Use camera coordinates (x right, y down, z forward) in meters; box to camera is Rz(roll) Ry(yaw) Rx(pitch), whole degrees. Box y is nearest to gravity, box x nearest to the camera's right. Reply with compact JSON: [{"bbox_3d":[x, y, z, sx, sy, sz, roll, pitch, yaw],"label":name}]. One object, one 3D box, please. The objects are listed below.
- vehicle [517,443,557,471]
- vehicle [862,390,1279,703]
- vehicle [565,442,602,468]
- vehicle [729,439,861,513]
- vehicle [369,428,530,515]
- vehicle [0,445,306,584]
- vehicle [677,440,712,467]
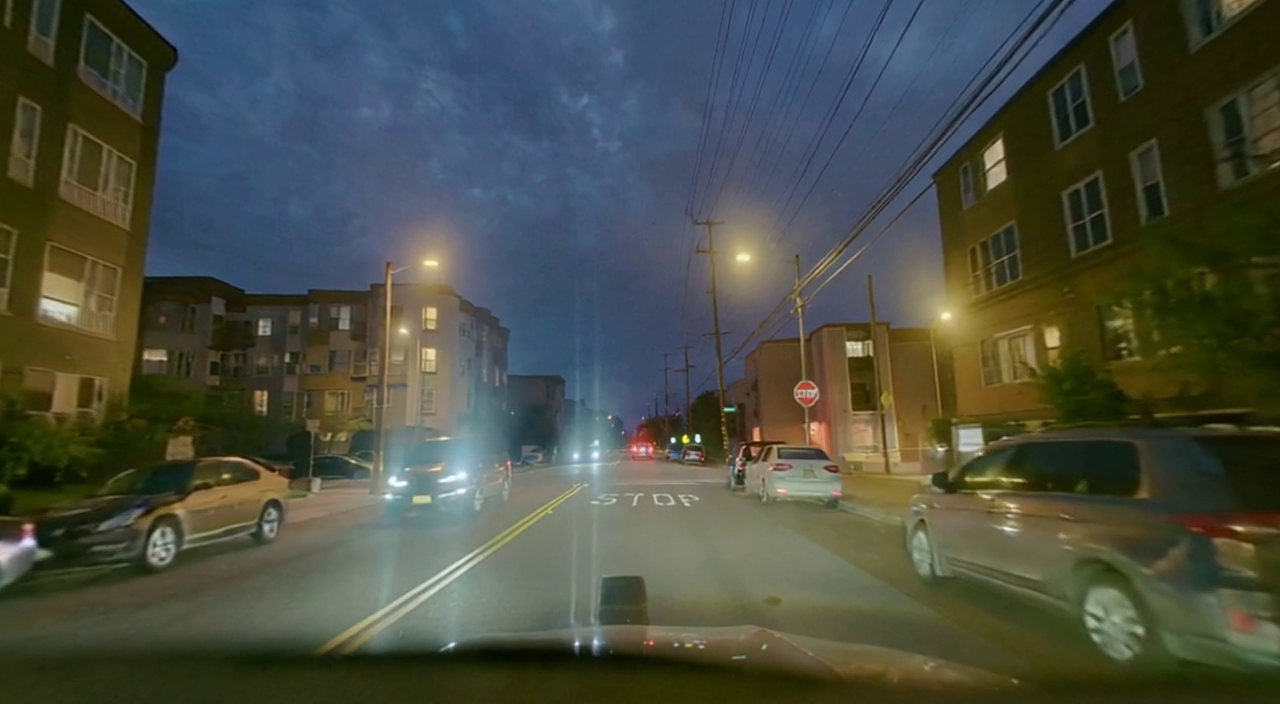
[{"bbox_3d":[-7.516,7.682,46.282,2.140,1.874,4.475,0,-9,0],"label":"vehicle"},{"bbox_3d":[3.702,1.330,5.018,2.040,1.637,4.734,0,-9,-1],"label":"vehicle"},{"bbox_3d":[-4.132,7.610,46.732,2.201,1.801,4.750,-1,-9,2],"label":"vehicle"},{"bbox_3d":[3.537,2.910,15.351,1.888,1.495,4.567,0,-9,-2],"label":"vehicle"},{"bbox_3d":[-4.349,2.836,15.420,2.452,1.778,4.634,0,-9,0],"label":"vehicle"},{"bbox_3d":[-7.583,2.387,10.207,1.928,1.721,4.429,0,-9,-1],"label":"vehicle"},{"bbox_3d":[3.874,7.359,45.767,2.164,1.721,4.416,-4,-9,1],"label":"vehicle"}]
